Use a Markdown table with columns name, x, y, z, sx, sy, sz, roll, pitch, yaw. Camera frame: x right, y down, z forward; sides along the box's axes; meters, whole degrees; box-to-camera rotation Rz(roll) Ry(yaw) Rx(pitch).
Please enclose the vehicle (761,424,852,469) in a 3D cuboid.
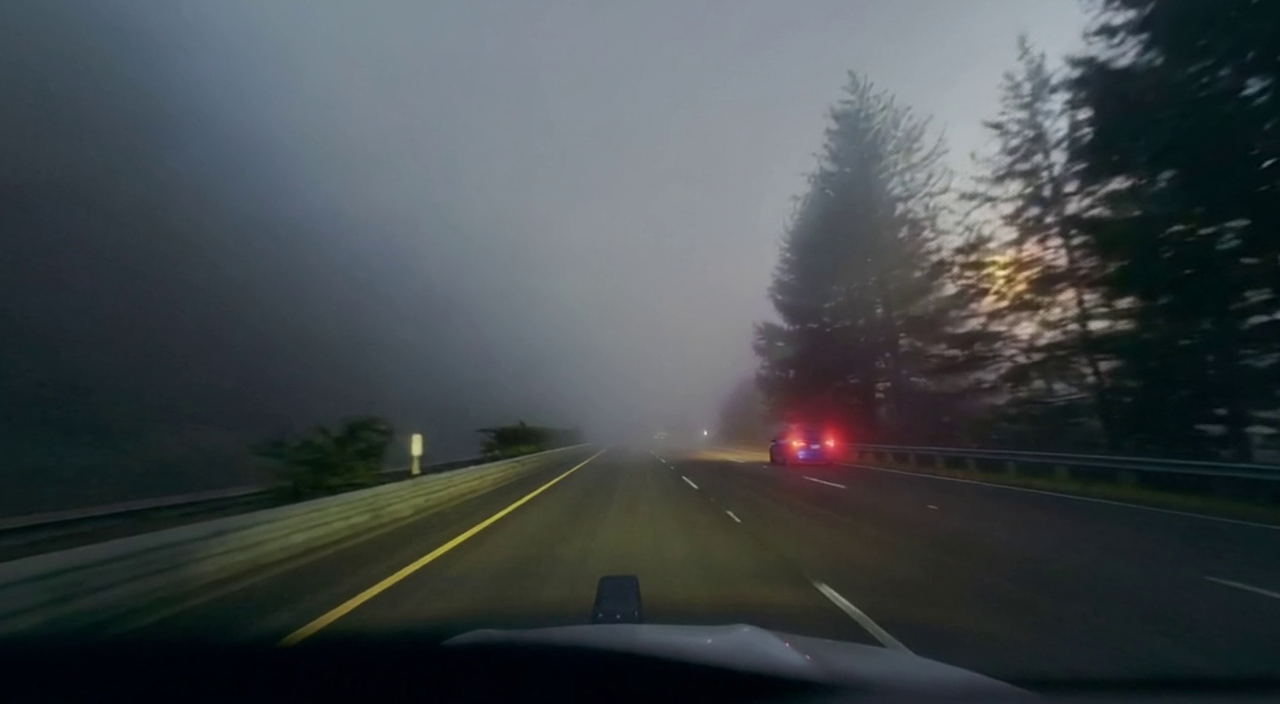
| name | x | y | z | sx | sy | sz | roll | pitch | yaw |
| --- | --- | --- | --- | --- | --- | --- | --- | --- | --- |
| vehicle | 6.836 | 3.953 | 26.516 | 2.273 | 1.698 | 4.863 | 0 | -8 | -3 |
